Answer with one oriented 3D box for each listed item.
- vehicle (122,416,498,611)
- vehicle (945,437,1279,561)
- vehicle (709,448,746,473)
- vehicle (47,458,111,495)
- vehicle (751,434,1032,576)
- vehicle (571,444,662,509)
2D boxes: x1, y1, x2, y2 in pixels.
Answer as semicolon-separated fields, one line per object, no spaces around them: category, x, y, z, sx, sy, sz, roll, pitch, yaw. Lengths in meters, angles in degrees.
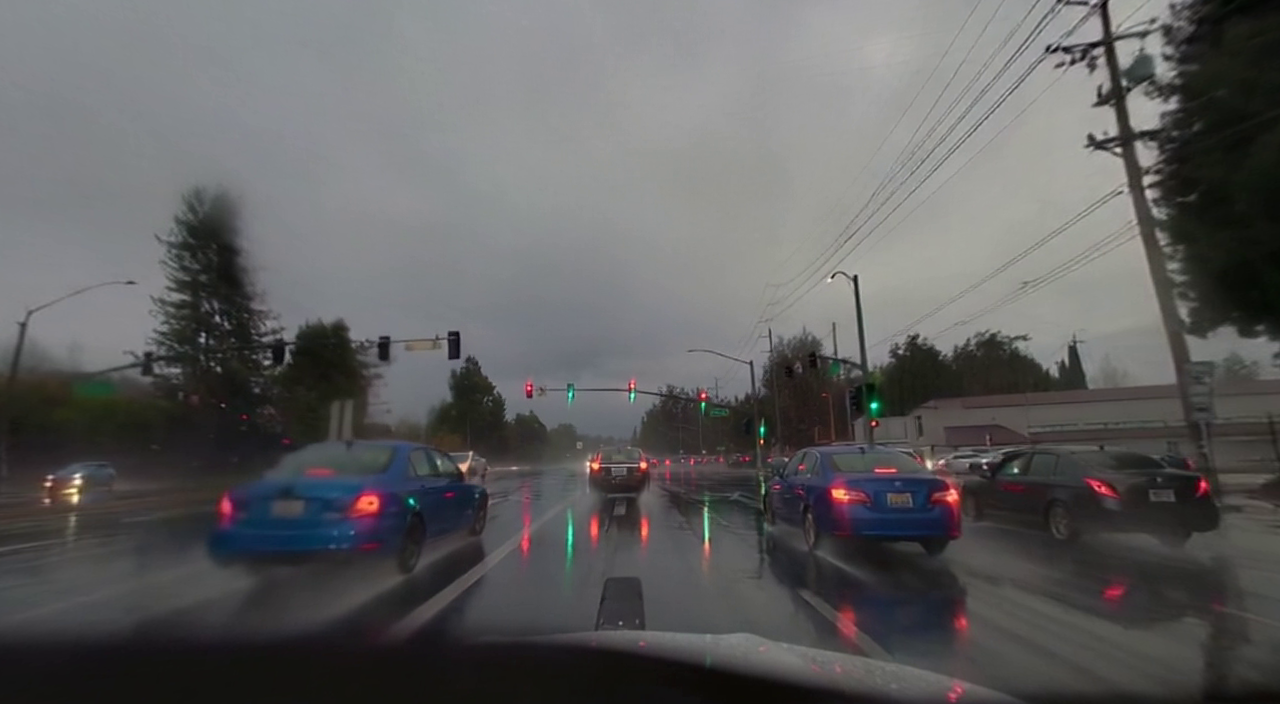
vehicle;-3.240;1.670;7.501;2.073;1.606;4.364;0;-8;0
vehicle;6.873;2.086;9.794;2.004;1.455;4.417;0;-8;-1
vehicle;6.776;8.427;49.413;2.113;1.789;4.622;0;-8;-2
vehicle;-29.840;6.585;33.727;2.004;1.689;4.585;6;-10;-36
vehicle;3.086;1.963;9.023;2.053;1.490;4.464;0;-8;-2
vehicle;-0.536;3.157;16.519;2.065;1.464;4.216;0;-8;0
